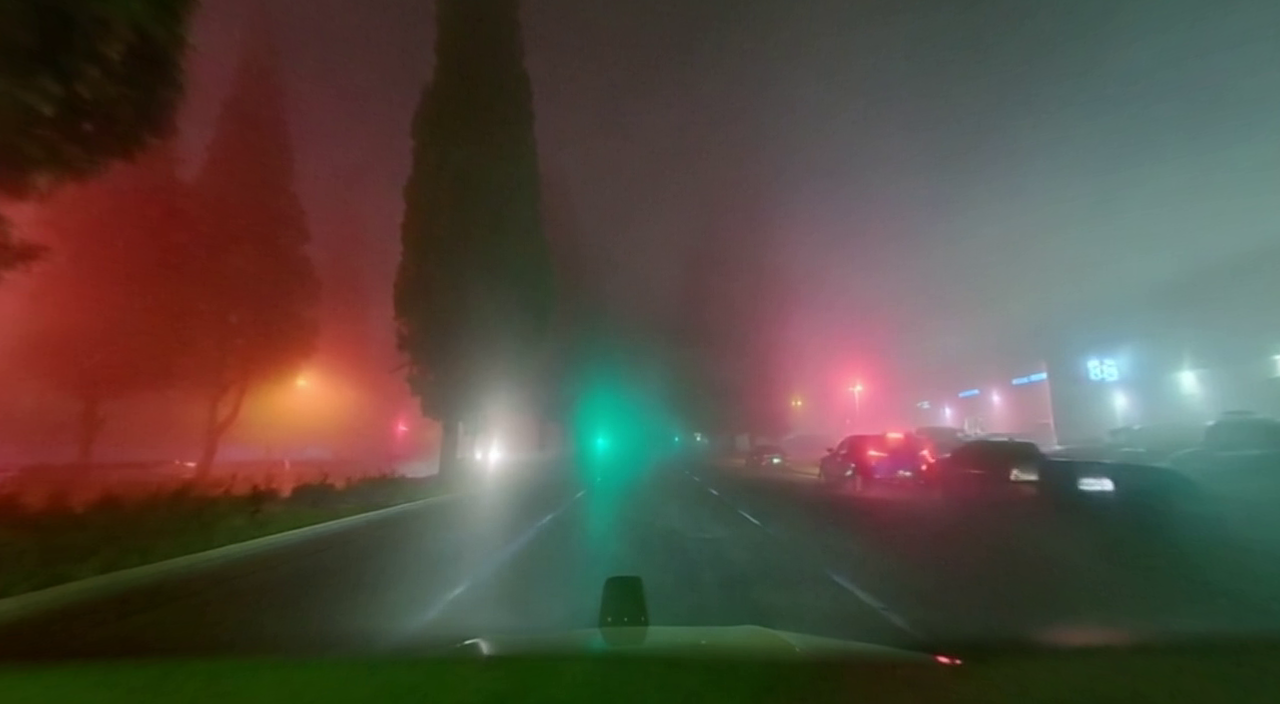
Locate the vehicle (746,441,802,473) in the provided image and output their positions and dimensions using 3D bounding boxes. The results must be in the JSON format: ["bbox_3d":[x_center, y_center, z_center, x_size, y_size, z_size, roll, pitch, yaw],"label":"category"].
[{"bbox_3d":[7.311,5.788,34.947,2.122,1.602,4.928,-1,-9,1],"label":"vehicle"}]

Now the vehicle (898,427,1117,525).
[{"bbox_3d":[7.092,2.414,12.838,1.919,1.616,4.315,0,-8,1],"label":"vehicle"}]

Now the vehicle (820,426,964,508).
[{"bbox_3d":[7.131,3.300,18.576,2.157,2.057,4.994,0,-8,0],"label":"vehicle"}]

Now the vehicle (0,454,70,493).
[{"bbox_3d":[-32.275,6.108,31.929,4.663,1.861,2.194,0,-9,2],"label":"vehicle"}]

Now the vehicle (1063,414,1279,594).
[{"bbox_3d":[6.885,1.473,6.319,1.986,1.634,4.783,0,-8,1],"label":"vehicle"}]

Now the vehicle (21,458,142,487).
[{"bbox_3d":[-31.683,6.821,35.884,4.795,1.555,2.221,-1,-9,2],"label":"vehicle"}]
